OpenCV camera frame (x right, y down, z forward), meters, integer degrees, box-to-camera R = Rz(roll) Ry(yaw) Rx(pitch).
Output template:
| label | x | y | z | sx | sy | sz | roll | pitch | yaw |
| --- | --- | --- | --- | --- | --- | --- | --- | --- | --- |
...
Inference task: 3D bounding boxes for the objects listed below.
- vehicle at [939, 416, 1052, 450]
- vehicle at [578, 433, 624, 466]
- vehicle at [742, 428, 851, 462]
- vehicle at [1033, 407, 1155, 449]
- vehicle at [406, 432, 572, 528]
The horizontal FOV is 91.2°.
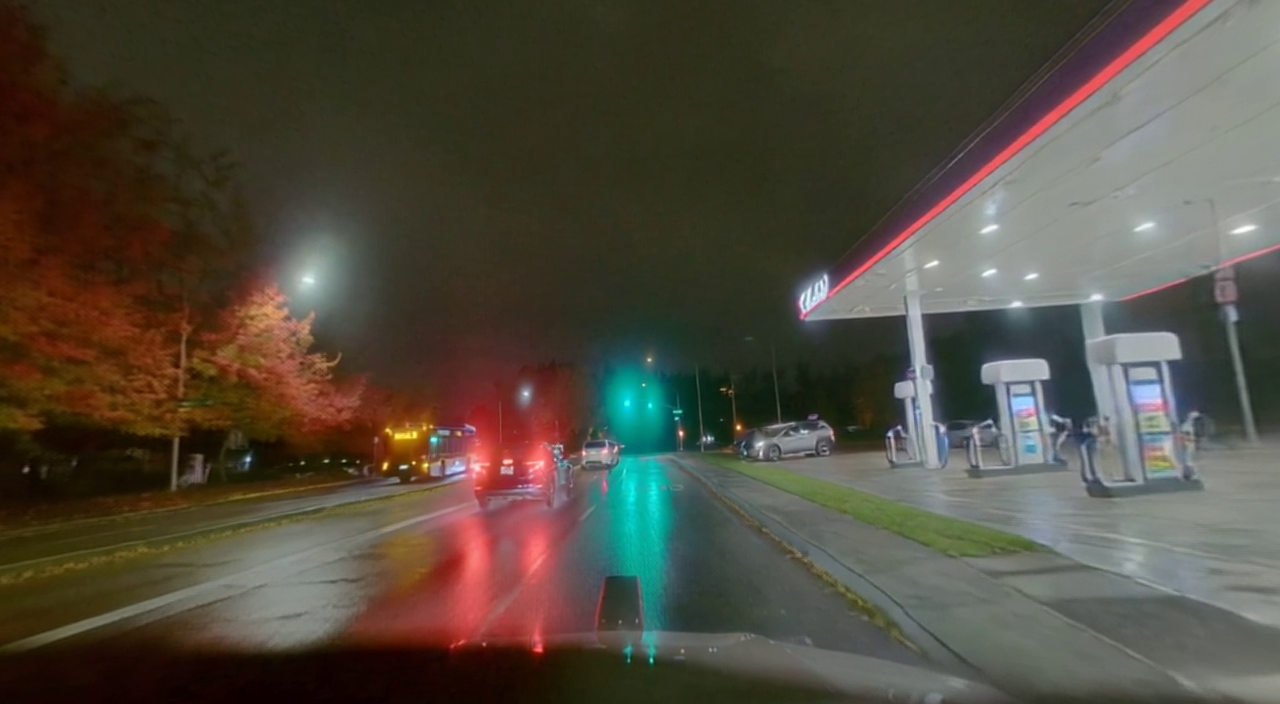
| label | x | y | z | sx | sy | sz | roll | pitch | yaw |
| --- | --- | --- | --- | --- | --- | --- | --- | --- | --- |
| vehicle | 16.729 | 3.862 | 29.640 | 4.064 | 1.507 | 2.078 | 0 | -9 | 1 |
| vehicle | -2.143 | 5.589 | 35.850 | 2.365 | 1.751 | 3.904 | 0 | -9 | 0 |
| vehicle | 7.808 | 4.704 | 31.692 | 4.894 | 1.451 | 2.089 | -3 | -8 | 1 |
| vehicle | 21.270 | 3.595 | 29.473 | 4.172 | 1.687 | 1.773 | -4 | -8 | 0 |
| vehicle | -2.613 | 2.343 | 12.003 | 2.092 | 1.507 | 4.078 | 0 | -9 | 1 |
